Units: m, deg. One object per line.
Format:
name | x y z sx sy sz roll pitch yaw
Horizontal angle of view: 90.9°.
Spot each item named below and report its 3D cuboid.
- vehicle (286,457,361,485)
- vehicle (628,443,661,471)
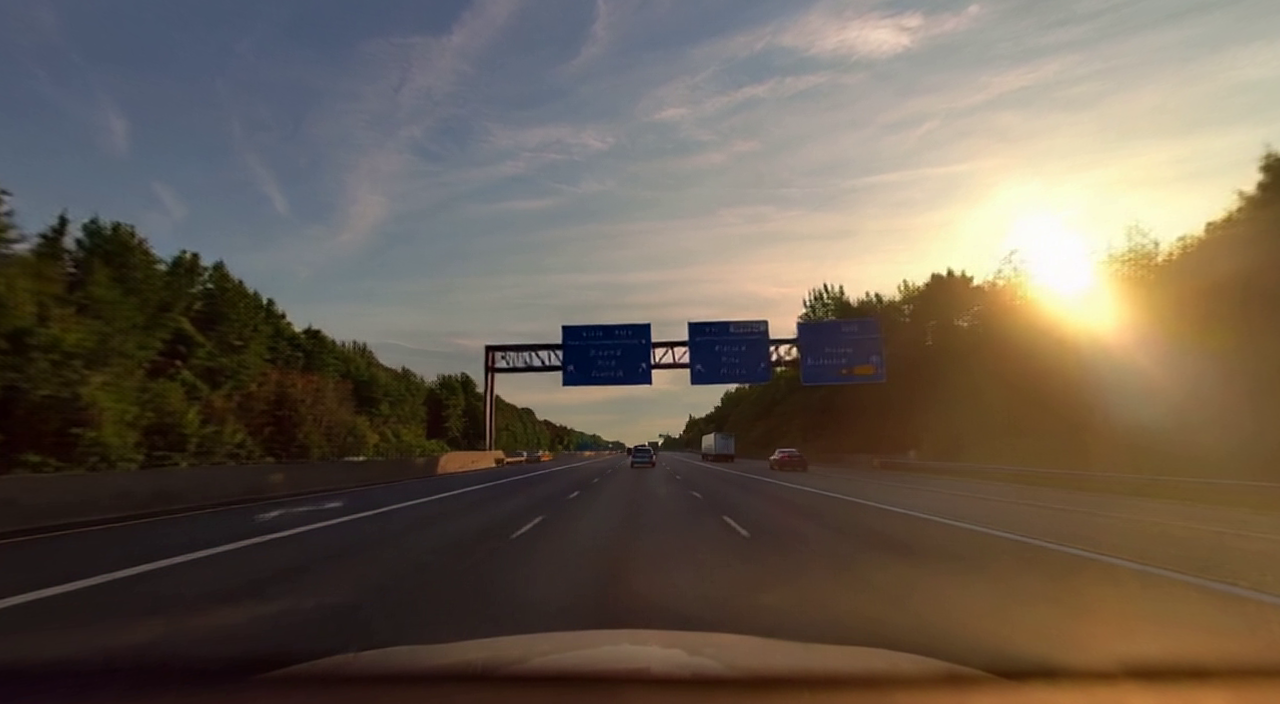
vehicle | -18.070 6.778 36.218 1.859 1.437 4.679 0 -9 1
vehicle | 0.300 7.218 43.486 2.167 1.847 4.097 0 -9 0
